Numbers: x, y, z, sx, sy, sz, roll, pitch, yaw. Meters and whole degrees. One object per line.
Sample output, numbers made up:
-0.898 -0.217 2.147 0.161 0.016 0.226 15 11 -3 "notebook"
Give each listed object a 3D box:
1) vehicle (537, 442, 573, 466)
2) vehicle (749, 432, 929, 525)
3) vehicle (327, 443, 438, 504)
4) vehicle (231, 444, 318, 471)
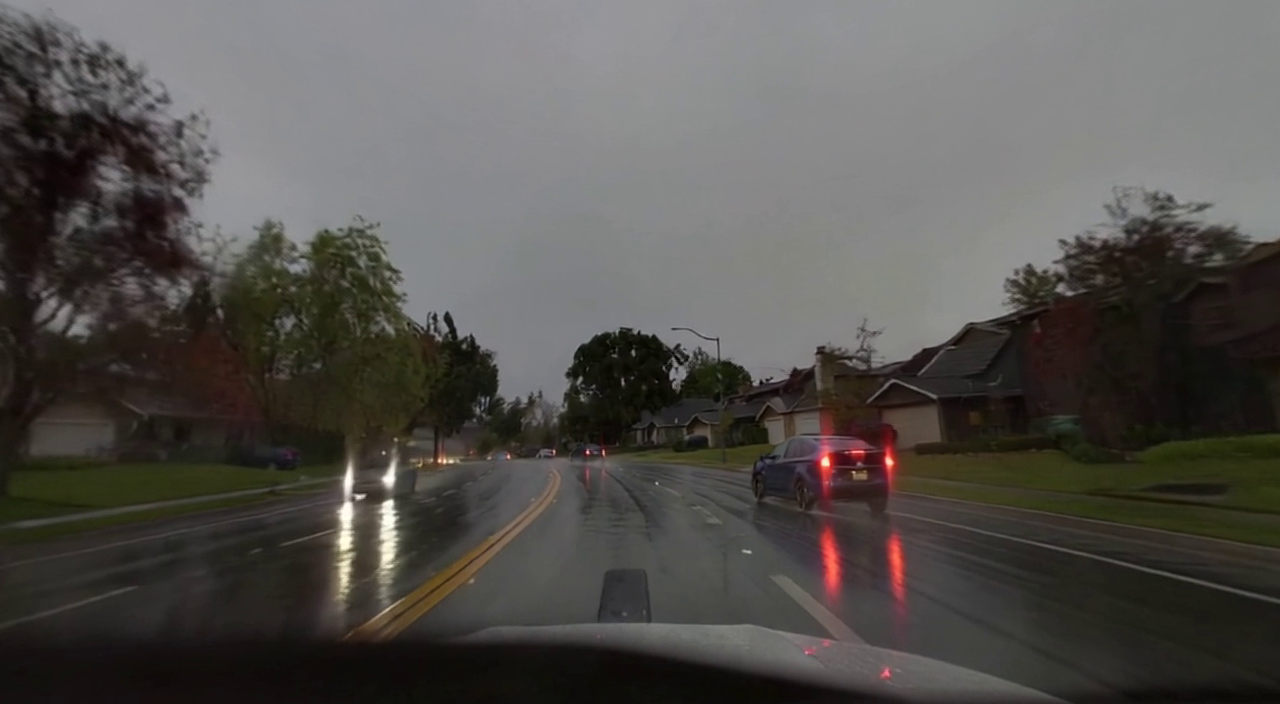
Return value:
-6.435 7.632 47.241 2.106 1.667 4.367 2 -9 -15 "vehicle"
3.645 2.395 12.535 1.934 1.506 4.282 0 -8 -4 "vehicle"
-8.081 3.798 20.283 2.091 1.700 4.438 1 -8 -6 "vehicle"
-23.662 6.820 40.880 4.477 1.631 1.893 7 -11 -40 "vehicle"
